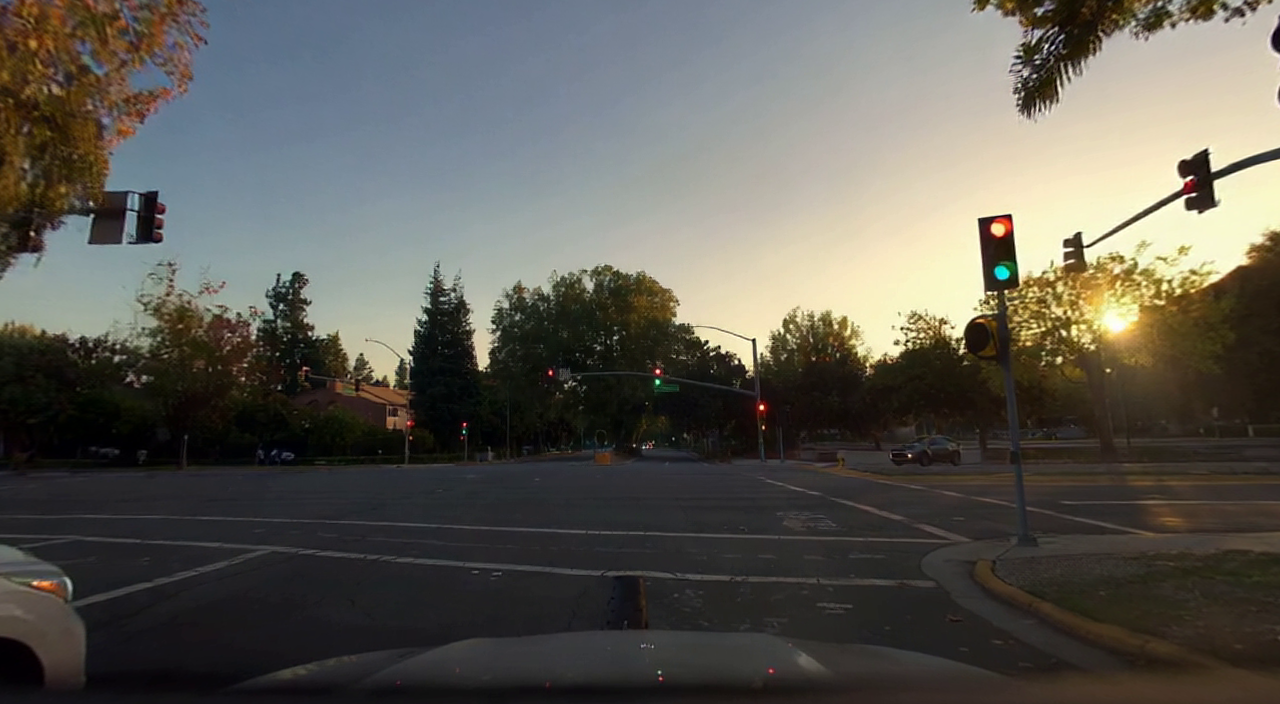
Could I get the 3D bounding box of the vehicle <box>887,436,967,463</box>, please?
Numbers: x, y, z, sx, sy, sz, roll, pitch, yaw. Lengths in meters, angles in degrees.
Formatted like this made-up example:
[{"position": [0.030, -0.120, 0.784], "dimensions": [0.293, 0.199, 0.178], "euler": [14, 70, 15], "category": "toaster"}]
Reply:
[{"position": [16.112, 5.510, 35.584], "dimensions": [3.952, 1.468, 1.768], "euler": [-4, -9, 22], "category": "vehicle"}]
